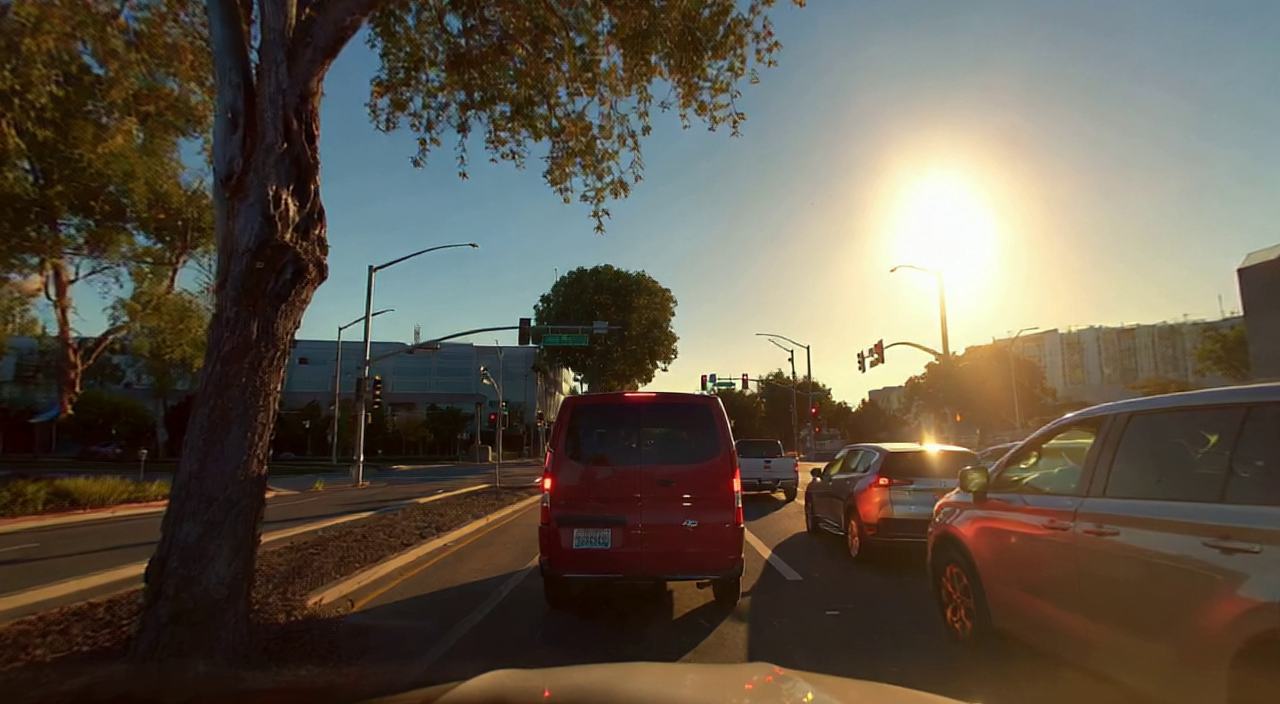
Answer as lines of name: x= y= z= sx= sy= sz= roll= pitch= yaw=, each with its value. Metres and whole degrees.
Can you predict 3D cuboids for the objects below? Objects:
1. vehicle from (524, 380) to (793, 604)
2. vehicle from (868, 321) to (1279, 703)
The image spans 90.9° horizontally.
vehicle: x=0.166 y=1.464 z=7.425 sx=2.185 sy=1.822 sz=4.391 roll=0 pitch=-8 yaw=0
vehicle: x=2.901 y=0.946 z=3.189 sx=1.971 sy=1.663 sz=4.287 roll=0 pitch=-8 yaw=2
